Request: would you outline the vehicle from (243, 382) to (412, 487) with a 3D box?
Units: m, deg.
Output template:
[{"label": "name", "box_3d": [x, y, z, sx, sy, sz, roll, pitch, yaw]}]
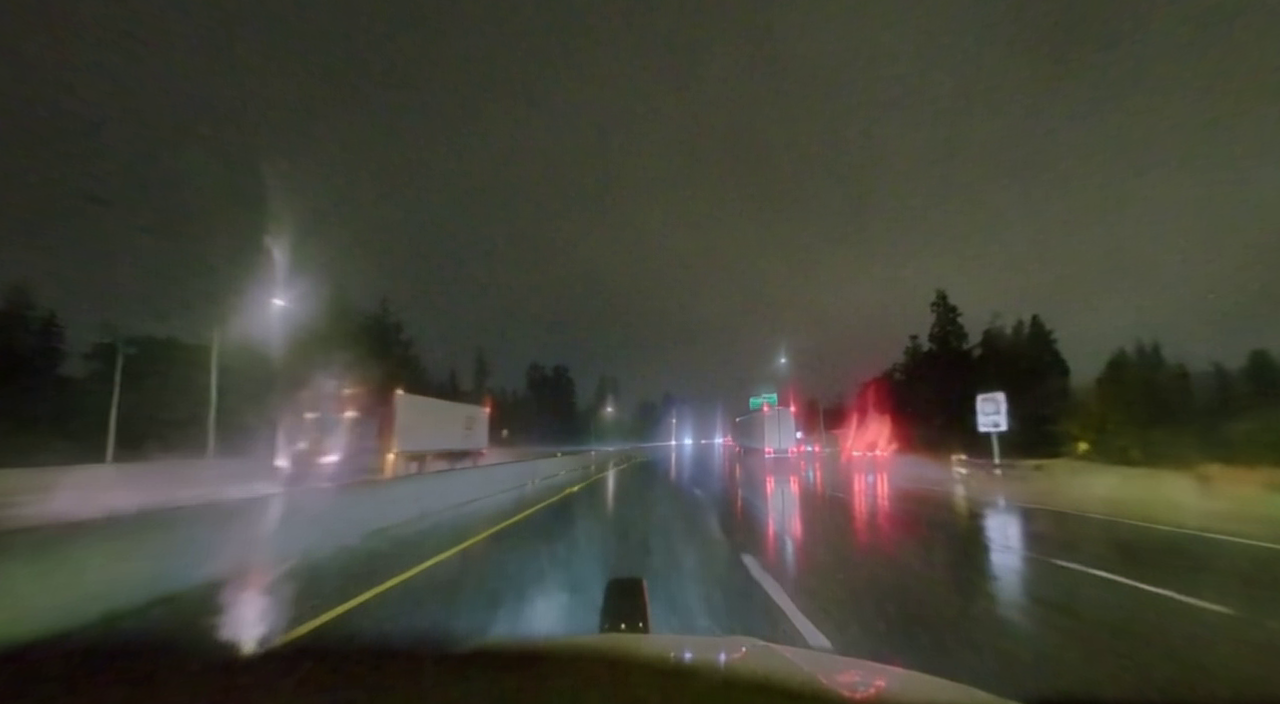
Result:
[{"label": "vehicle", "box_3d": [-13.595, 3.779, 28.612, 3.020, 4.048, 8.294, 0, -8, 3]}]

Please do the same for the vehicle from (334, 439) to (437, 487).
[{"label": "vehicle", "box_3d": [-9.747, 4.268, 24.608, 2.008, 1.686, 4.398, 0, -8, 2]}]
